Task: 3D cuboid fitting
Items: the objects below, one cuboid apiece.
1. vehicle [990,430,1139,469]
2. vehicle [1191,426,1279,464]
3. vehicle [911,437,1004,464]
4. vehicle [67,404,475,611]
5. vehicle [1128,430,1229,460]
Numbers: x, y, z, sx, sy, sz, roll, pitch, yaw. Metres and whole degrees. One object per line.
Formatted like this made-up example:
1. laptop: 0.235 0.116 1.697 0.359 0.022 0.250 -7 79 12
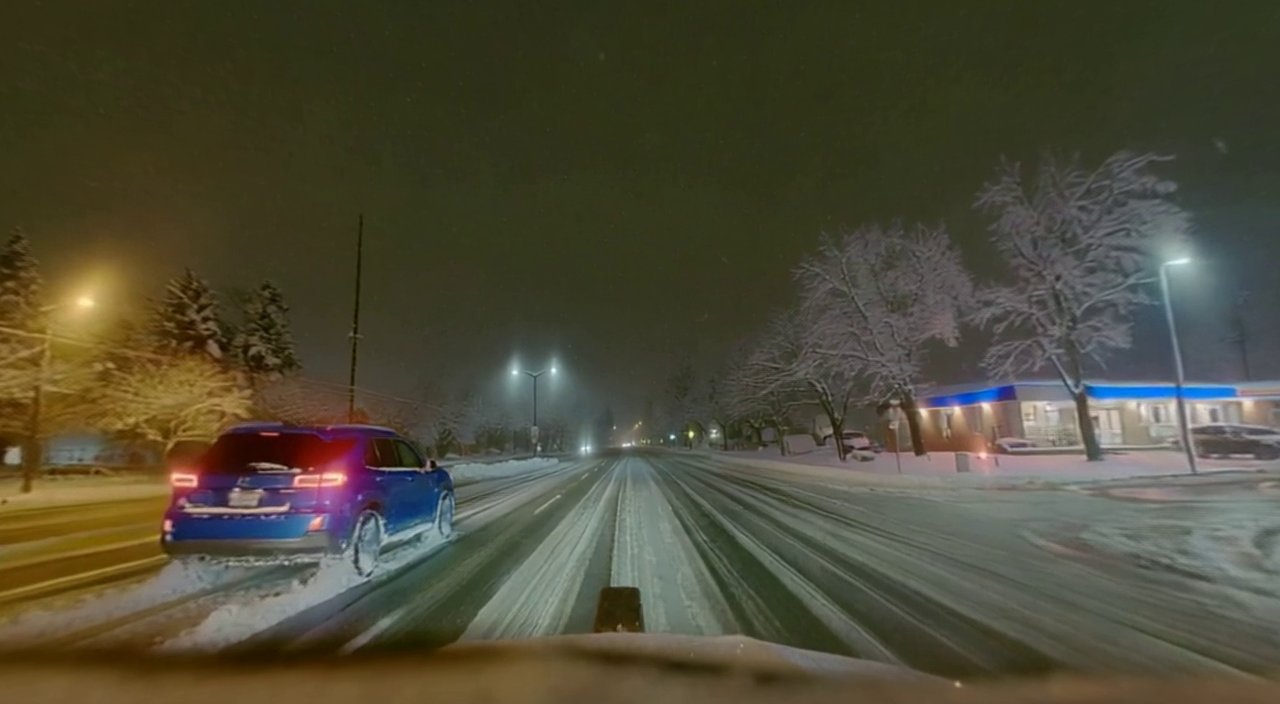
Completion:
1. vehicle: 17.452 4.045 26.089 4.671 1.466 1.937 0 -9 5
2. vehicle: 30.189 4.525 30.659 4.507 1.752 2.016 -1 -9 9
3. vehicle: 18.304 5.699 36.441 4.398 1.457 1.806 0 -9 1
4. vehicle: -3.599 1.604 7.503 2.039 1.656 4.710 0 -9 -1
5. vehicle: 30.744 5.350 36.030 3.806 1.635 1.937 -1 -9 6
